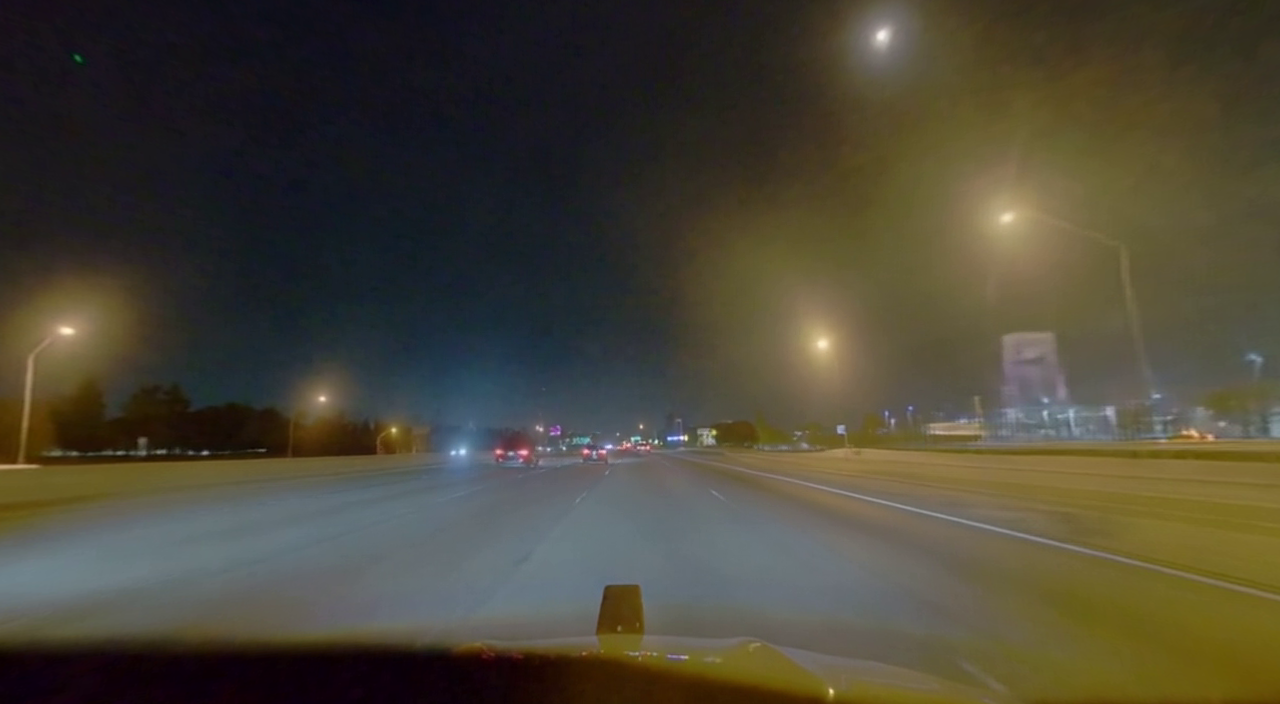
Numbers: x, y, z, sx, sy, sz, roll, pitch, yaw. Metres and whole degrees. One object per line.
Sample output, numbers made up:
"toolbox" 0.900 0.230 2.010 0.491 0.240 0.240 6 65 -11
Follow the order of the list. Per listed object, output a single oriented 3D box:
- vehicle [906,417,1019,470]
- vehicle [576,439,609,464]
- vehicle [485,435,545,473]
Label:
"vehicle" 19.677 5.705 39.133 2.873 2.907 6.459 2 -9 -8
"vehicle" -3.344 7.072 45.106 2.027 1.697 4.307 0 -8 1
"vehicle" -6.329 5.219 32.464 2.015 1.762 4.790 0 -8 1
